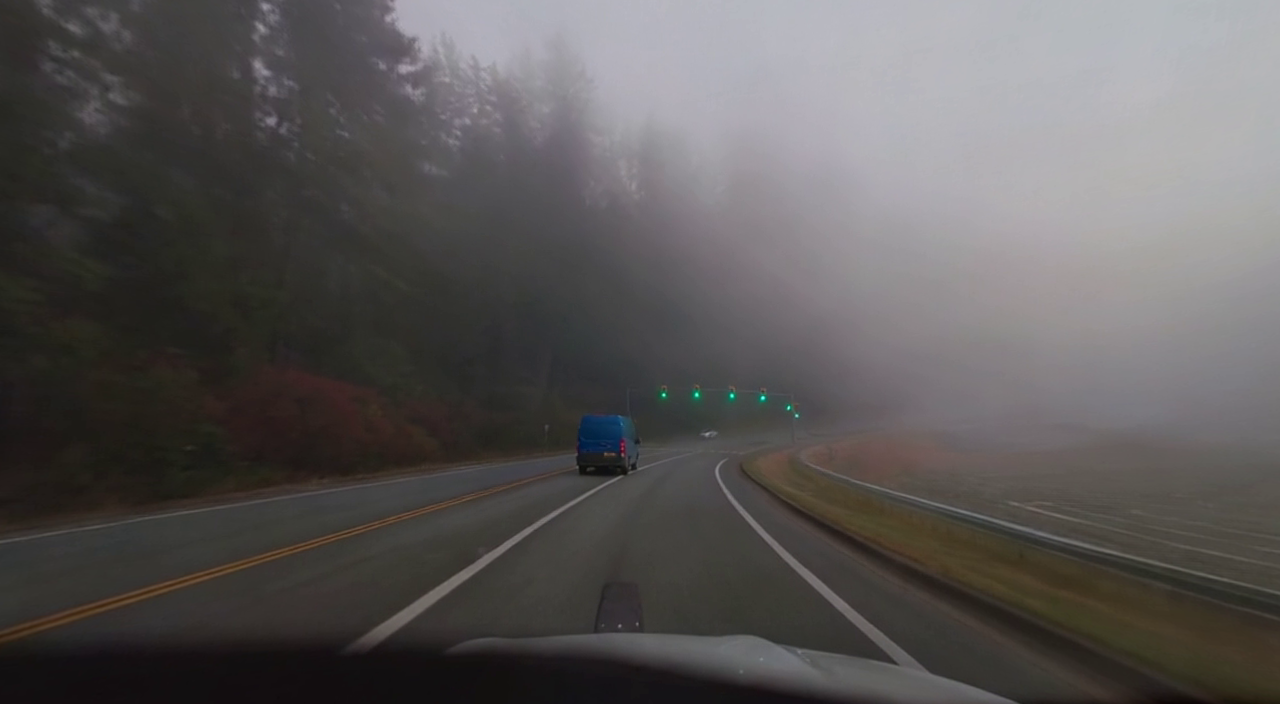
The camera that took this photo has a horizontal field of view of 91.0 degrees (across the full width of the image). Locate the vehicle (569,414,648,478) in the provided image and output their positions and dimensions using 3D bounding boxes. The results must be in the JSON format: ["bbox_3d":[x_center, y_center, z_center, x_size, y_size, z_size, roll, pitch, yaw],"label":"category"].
[{"bbox_3d":[-1.042,3.590,24.243,2.362,2.185,5.212,0,-8,5],"label":"vehicle"}]
